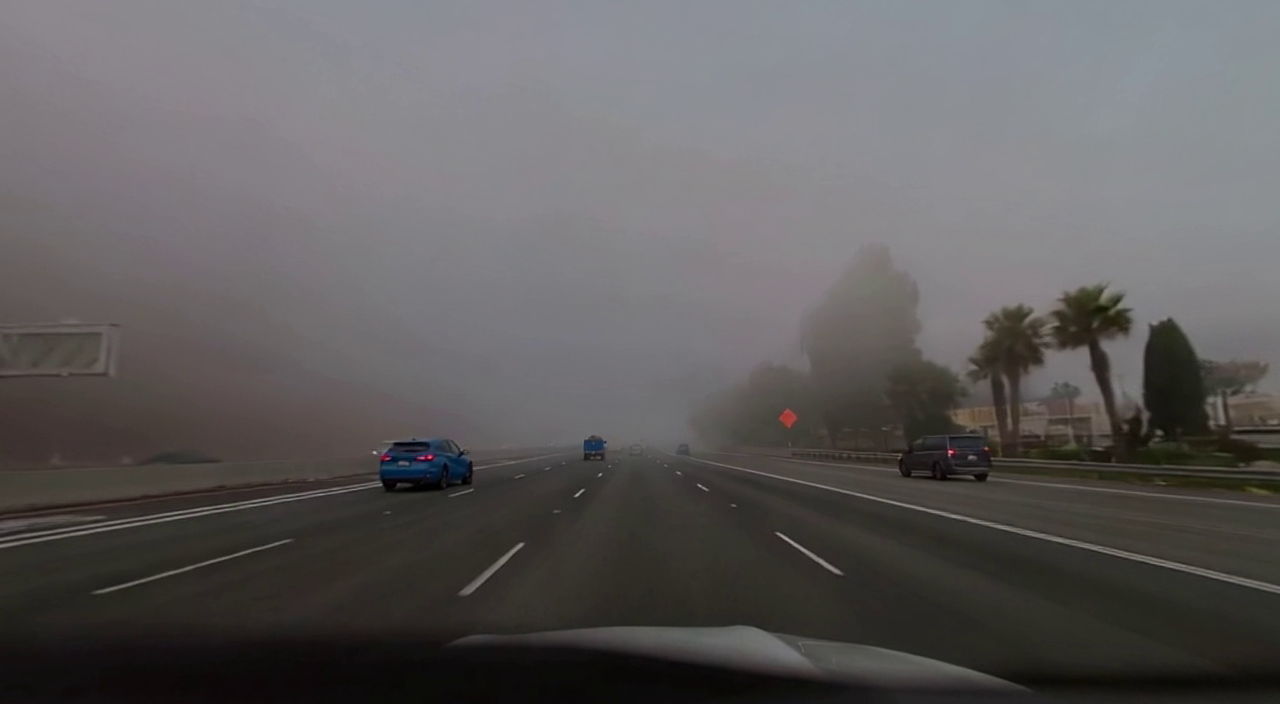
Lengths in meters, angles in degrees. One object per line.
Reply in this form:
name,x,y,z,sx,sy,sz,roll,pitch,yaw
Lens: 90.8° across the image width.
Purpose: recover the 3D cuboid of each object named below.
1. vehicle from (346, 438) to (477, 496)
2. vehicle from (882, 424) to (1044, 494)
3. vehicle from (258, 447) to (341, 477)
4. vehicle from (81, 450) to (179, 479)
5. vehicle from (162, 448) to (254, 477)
vehicle,-6.562,3.371,18.887,2.018,1.480,4.999,0,-9,0
vehicle,9.211,3.103,18.590,2.168,1.792,4.457,0,-9,-4
vehicle,-17.468,5.638,32.683,1.836,1.447,4.431,0,-9,0
vehicle,-27.736,6.106,34.530,1.833,1.493,4.216,0,-9,-1
vehicle,-24.397,6.243,35.926,1.972,1.510,4.662,0,-9,0
